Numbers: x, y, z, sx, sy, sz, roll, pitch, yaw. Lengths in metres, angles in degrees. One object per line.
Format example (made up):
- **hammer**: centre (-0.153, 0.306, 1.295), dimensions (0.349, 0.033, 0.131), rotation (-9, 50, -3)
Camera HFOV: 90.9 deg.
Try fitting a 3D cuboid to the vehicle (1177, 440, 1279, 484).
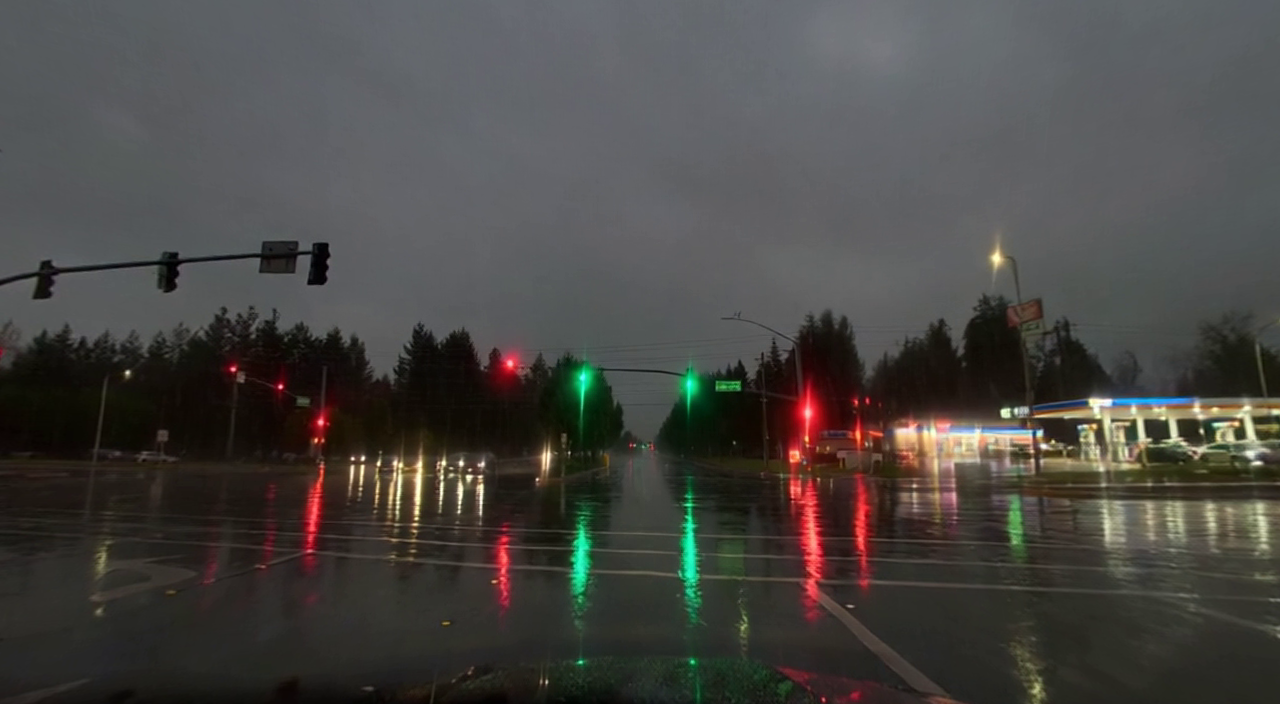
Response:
- **vehicle**: centre (22.090, 3.781, 21.838), dimensions (4.716, 1.455, 2.060), rotation (-3, -9, 17)
